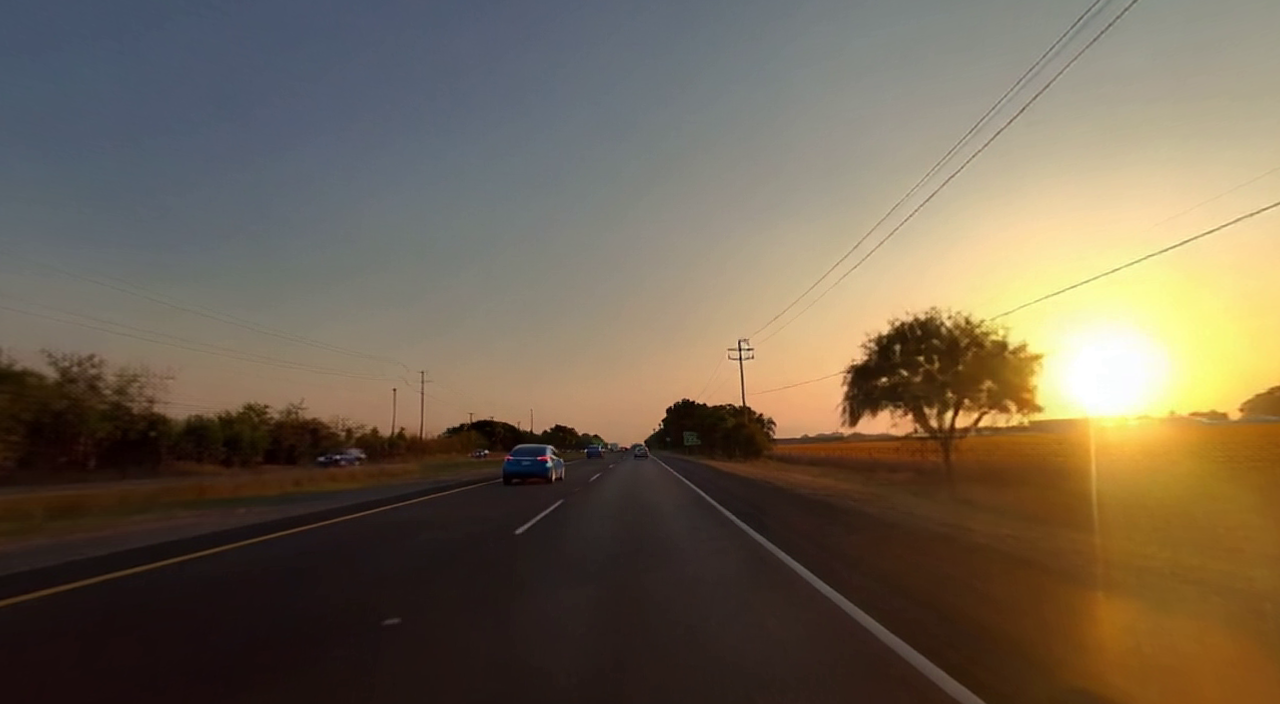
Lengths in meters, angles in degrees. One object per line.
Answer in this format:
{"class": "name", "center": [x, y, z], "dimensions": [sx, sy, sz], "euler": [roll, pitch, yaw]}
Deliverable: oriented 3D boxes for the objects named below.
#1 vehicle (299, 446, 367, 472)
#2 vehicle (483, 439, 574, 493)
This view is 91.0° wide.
{"class": "vehicle", "center": [-20.857, 7.284, 43.046], "dimensions": [2.024, 1.685, 4.992], "euler": [0, -9, 1]}
{"class": "vehicle", "center": [-3.665, 3.858, 21.692], "dimensions": [2.120, 1.597, 4.810], "euler": [0, -9, 1]}
